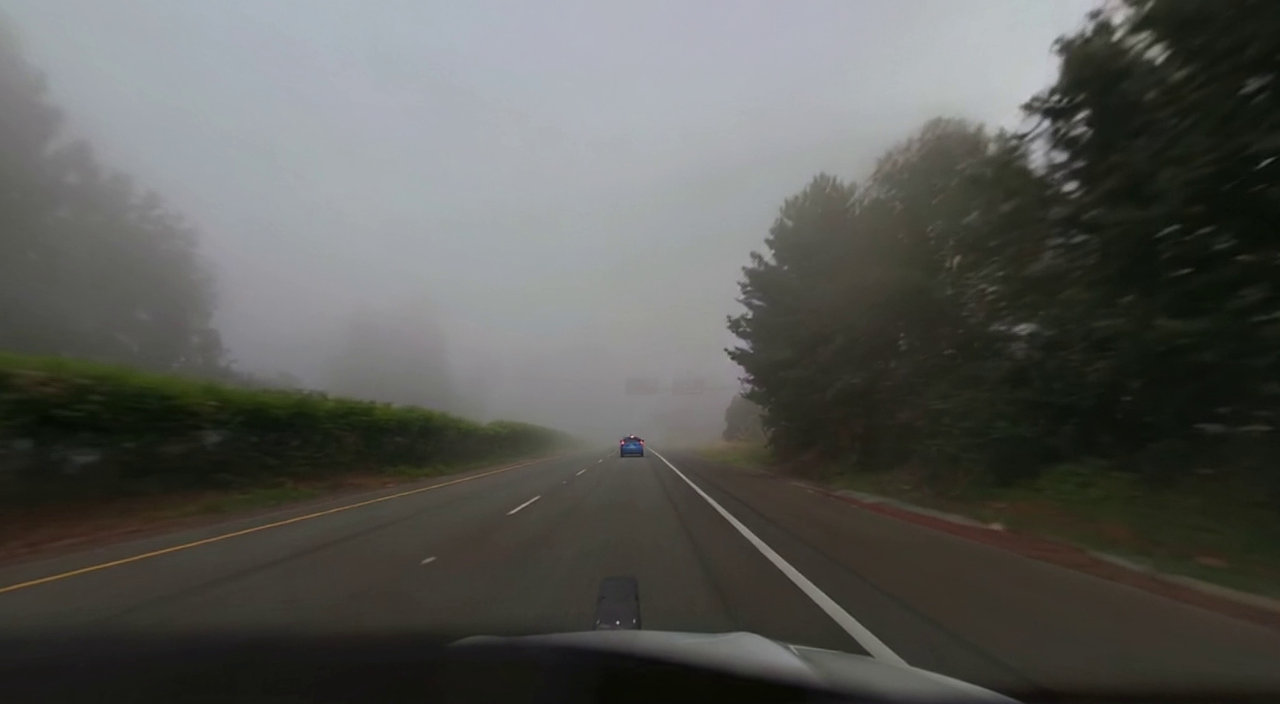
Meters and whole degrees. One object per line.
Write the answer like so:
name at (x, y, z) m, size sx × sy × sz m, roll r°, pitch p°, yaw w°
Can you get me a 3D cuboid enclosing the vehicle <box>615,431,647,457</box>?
vehicle at (-0.634, 6.575, 45.014) m, size 2.180 × 1.717 × 4.139 m, roll 0°, pitch -8°, yaw -1°
